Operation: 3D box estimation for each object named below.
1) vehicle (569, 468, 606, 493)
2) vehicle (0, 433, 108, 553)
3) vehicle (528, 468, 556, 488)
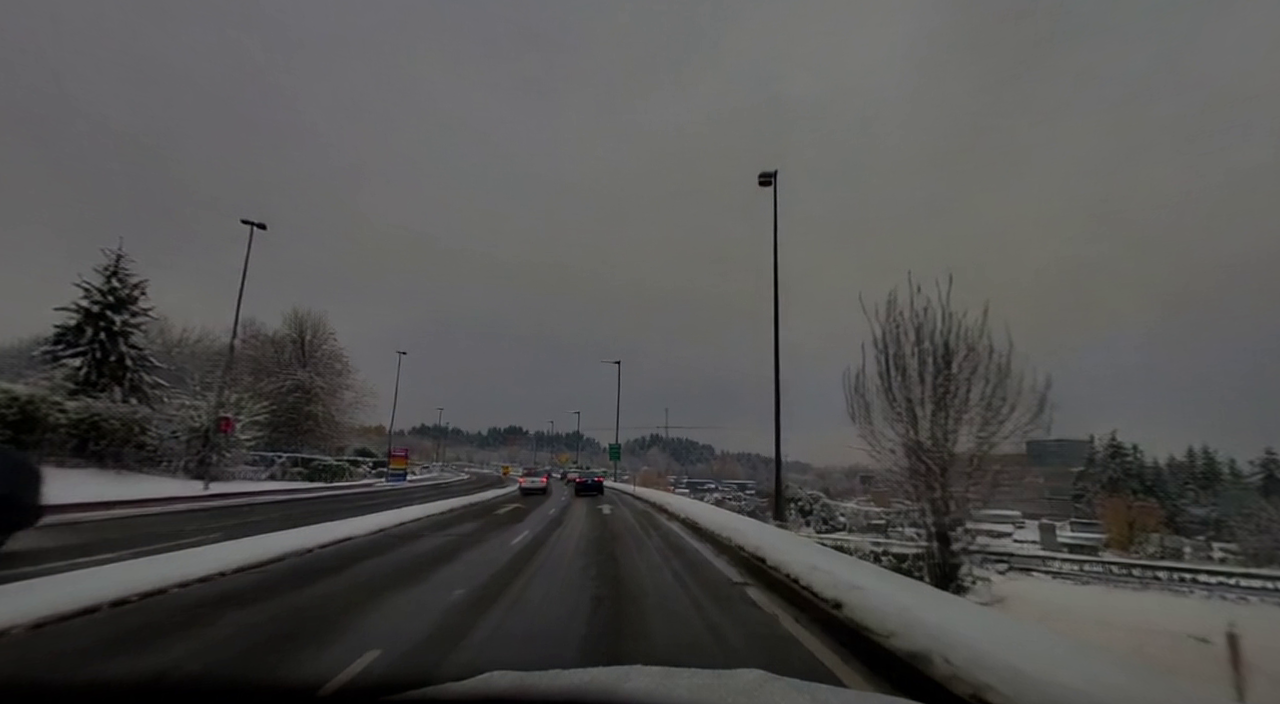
[{"bbox_3d":[-3.571,8.541,42.014,2.129,1.471,4.258,3,-11,-8],"label":"vehicle"},{"bbox_3d":[-10.057,1.869,8.324,2.183,1.665,4.498,2,-11,-3],"label":"vehicle"},{"bbox_3d":[-7.770,9.957,49.960,2.030,1.441,4.806,3,-11,-8],"label":"vehicle"}]
